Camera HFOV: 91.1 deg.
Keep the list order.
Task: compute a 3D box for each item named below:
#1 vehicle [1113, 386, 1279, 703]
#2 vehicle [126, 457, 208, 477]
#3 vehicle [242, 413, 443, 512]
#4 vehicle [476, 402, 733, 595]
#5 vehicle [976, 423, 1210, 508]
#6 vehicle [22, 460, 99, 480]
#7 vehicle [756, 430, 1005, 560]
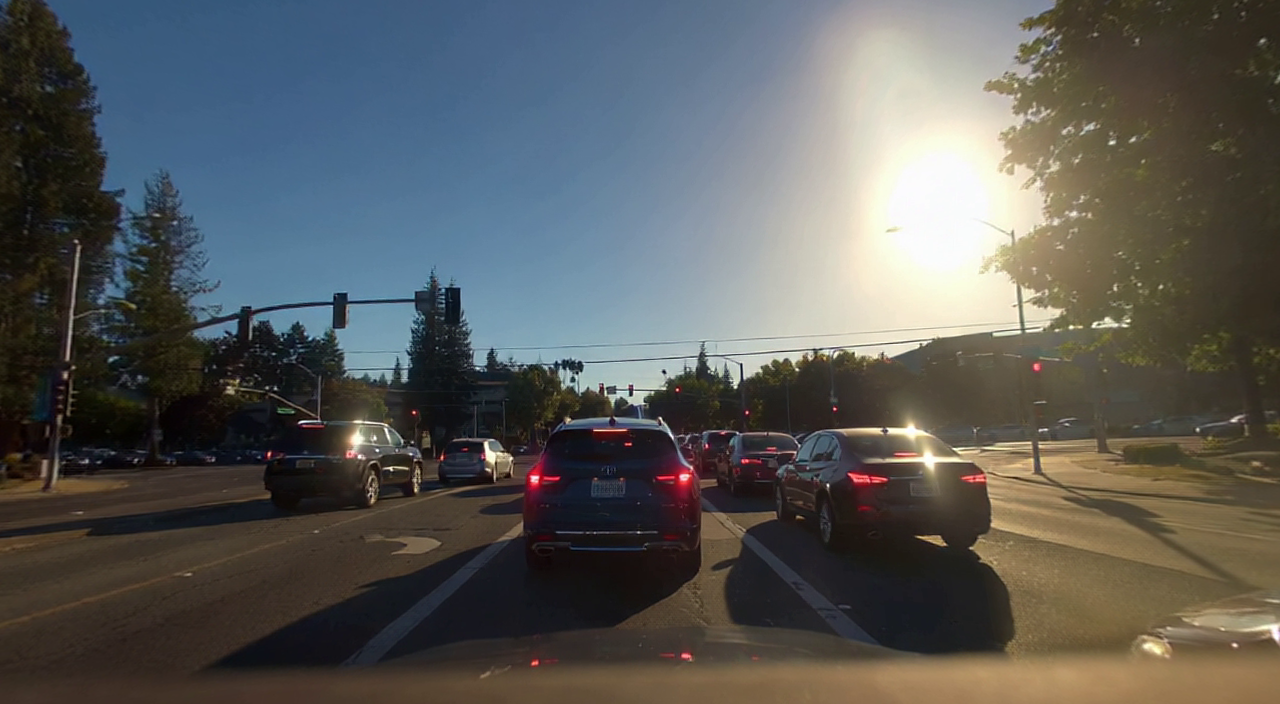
[{"bbox_3d":[3.312,0.674,0.836,1.980,1.515,4.362,0,-8,1],"label":"vehicle"},{"bbox_3d":[-37.258,9.065,49.518,4.914,1.487,1.850,0,-8,0],"label":"vehicle"},{"bbox_3d":[-6.699,2.561,15.008,2.214,1.953,5.017,0,-8,1],"label":"vehicle"},{"bbox_3d":[-0.301,1.593,7.637,2.256,1.694,4.055,0,-8,0],"label":"vehicle"},{"bbox_3d":[9.913,2.511,14.320,2.085,1.631,4.337,0,-8,0],"label":"vehicle"},{"bbox_3d":[-45.611,9.286,49.454,4.232,1.498,1.791,0,-8,1],"label":"vehicle"},{"bbox_3d":[3.173,1.972,9.491,1.971,1.473,4.495,0,-8,0],"label":"vehicle"}]
